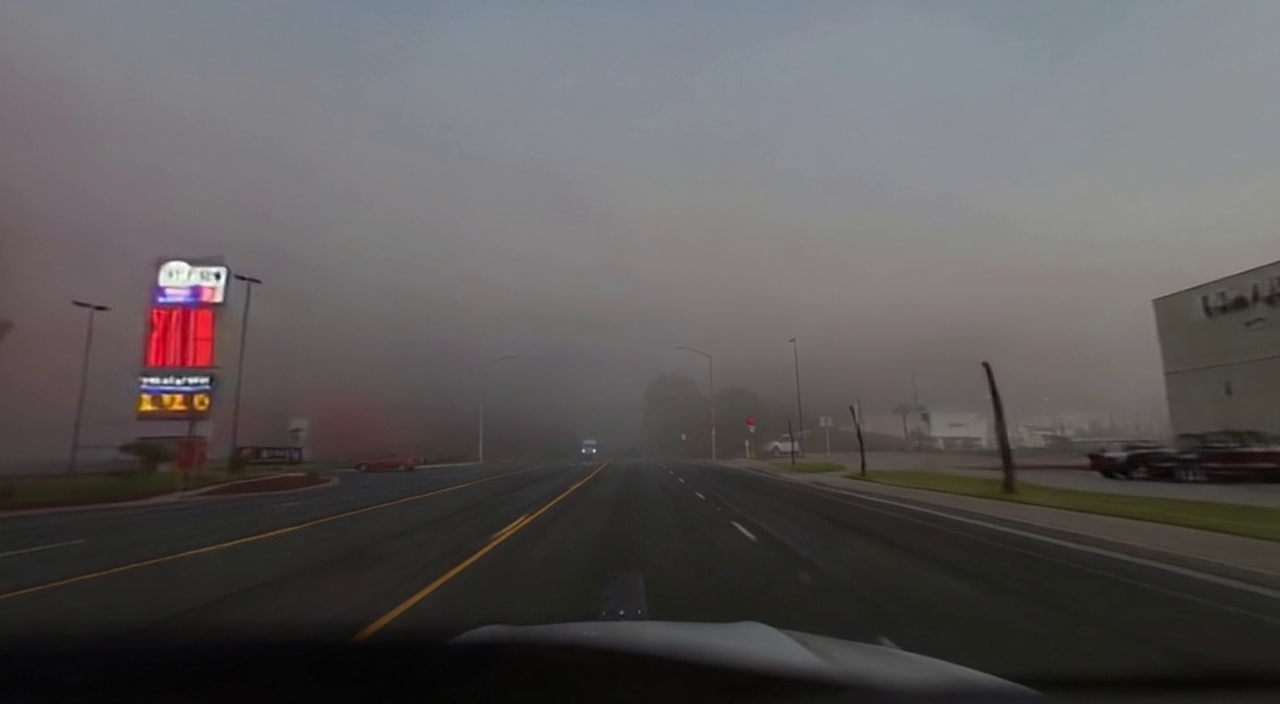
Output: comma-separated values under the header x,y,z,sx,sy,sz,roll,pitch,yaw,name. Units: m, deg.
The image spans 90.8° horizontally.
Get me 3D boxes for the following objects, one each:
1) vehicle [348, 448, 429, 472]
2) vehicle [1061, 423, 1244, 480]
x,y,z,sx,sy,sz,roll,pitch,yaw,name
-17.192,7.380,43.398,4.658,1.544,2.056,0,-8,2,vehicle
16.059,3.125,19.965,4.035,1.704,1.950,0,-8,-1,vehicle
